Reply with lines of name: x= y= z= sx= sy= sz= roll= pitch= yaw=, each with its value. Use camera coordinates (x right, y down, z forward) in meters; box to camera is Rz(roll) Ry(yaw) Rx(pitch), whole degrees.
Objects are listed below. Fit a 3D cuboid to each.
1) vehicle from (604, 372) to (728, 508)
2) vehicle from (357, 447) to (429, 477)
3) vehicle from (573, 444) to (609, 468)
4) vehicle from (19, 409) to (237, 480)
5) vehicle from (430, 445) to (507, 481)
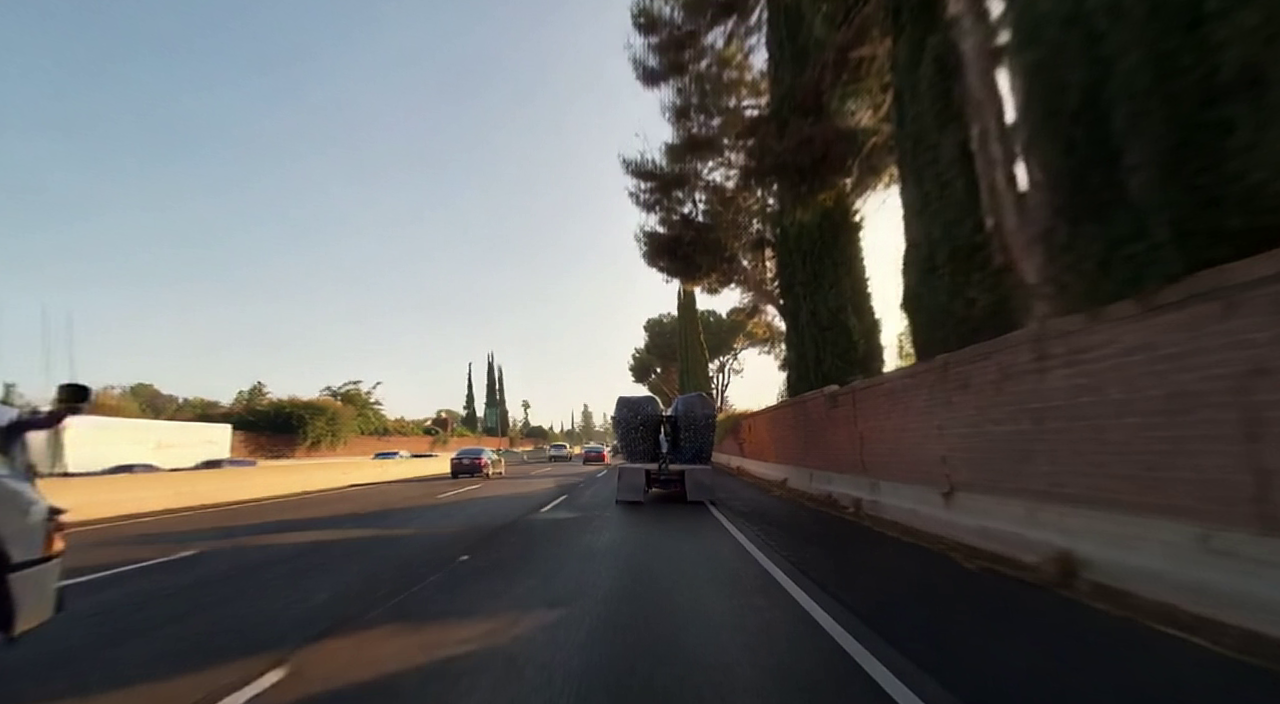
vehicle: x=0.444 y=2.592 z=18.560 sx=2.798 sy=3.071 sz=8.412 roll=0 pitch=-8 yaw=-2
vehicle: x=-12.940 y=5.753 z=33.328 sx=1.908 sy=1.473 sz=4.552 roll=0 pitch=-8 yaw=1
vehicle: x=-3.302 y=7.038 z=42.950 sx=1.974 sy=1.475 sz=4.538 roll=0 pitch=-8 yaw=1
vehicle: x=-29.914 y=5.590 z=38.212 sx=2.724 sy=3.582 sz=12.661 roll=0 pitch=-8 yaw=-1
vehicle: x=-7.553 y=4.911 z=28.323 sx=2.006 sy=1.458 sz=4.700 roll=0 pitch=-8 yaw=2
